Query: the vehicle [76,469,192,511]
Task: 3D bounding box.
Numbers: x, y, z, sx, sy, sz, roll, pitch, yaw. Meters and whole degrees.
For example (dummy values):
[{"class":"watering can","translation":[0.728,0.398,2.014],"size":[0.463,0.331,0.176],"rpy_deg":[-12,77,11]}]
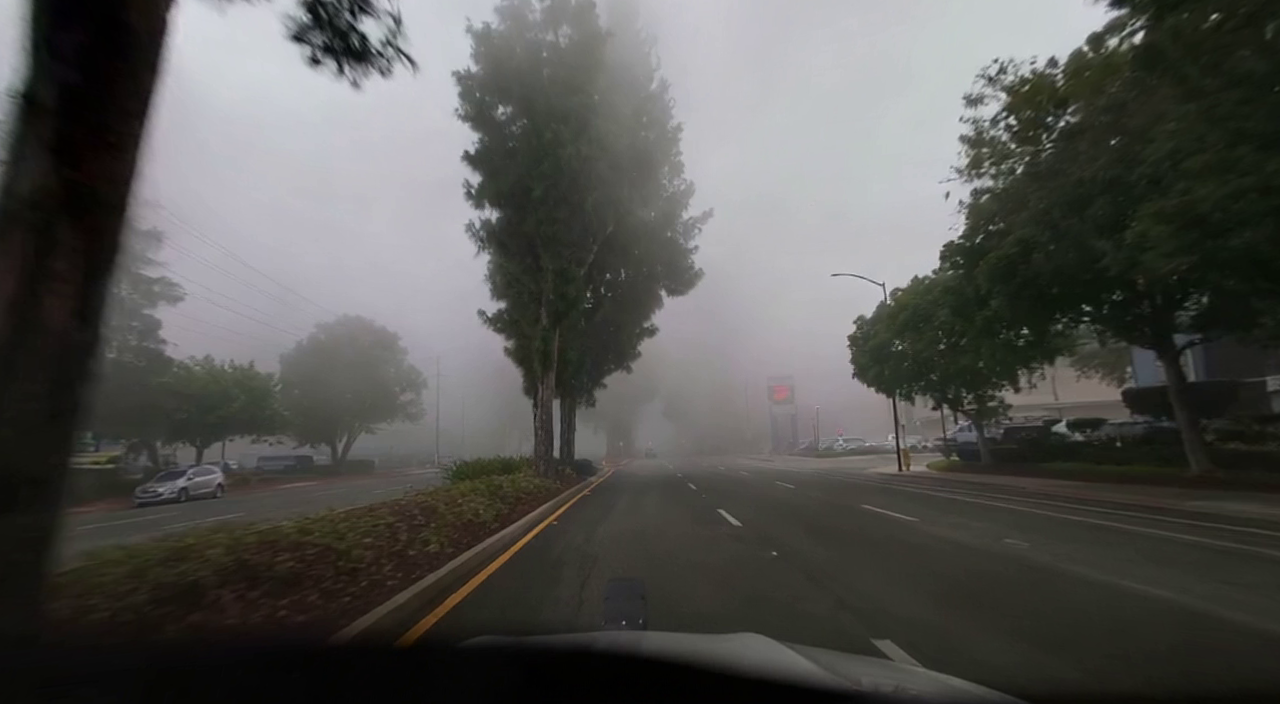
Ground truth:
[{"class":"vehicle","translation":[-23.253,6.329,29.223],"size":[1.847,1.593,4.127],"rpy_deg":[0,-8,1]}]
